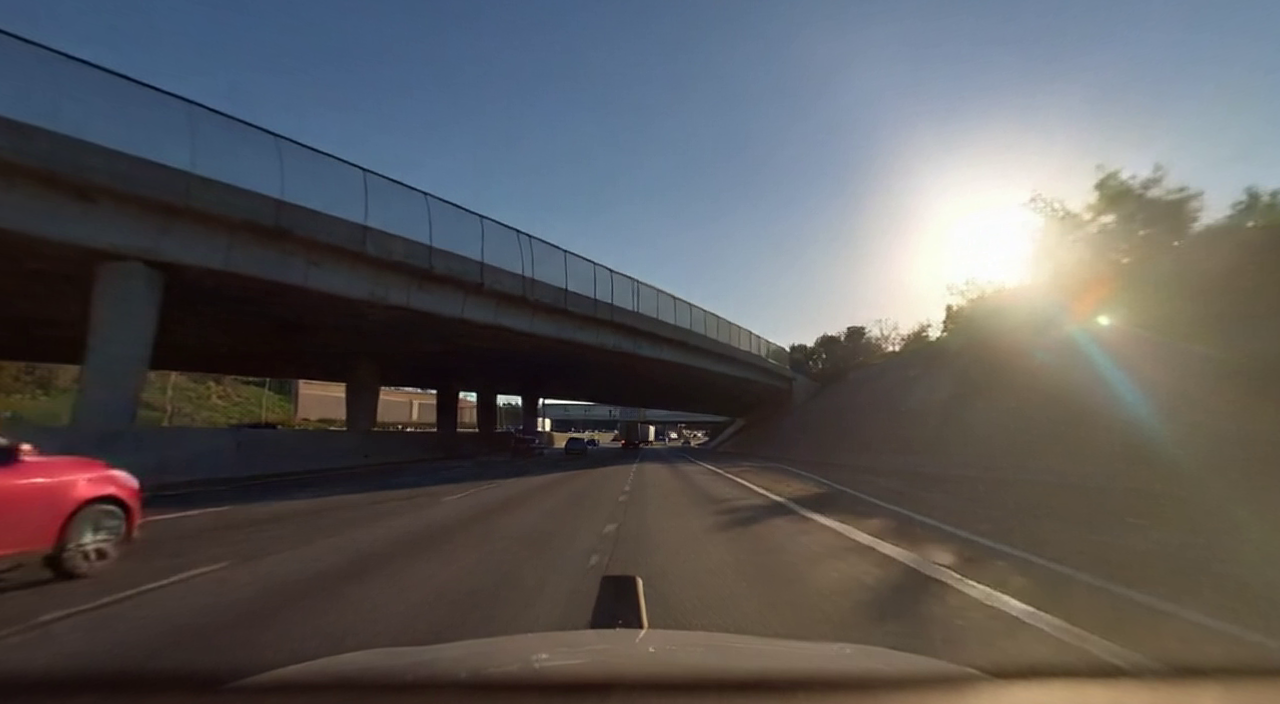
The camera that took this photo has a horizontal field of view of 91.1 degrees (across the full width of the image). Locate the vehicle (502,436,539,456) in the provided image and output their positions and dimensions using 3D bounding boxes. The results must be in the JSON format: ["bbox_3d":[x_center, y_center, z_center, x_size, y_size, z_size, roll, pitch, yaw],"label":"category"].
[{"bbox_3d":[-9.189,7.259,48.754,1.976,1.413,4.088,0,-8,2],"label":"vehicle"}]
